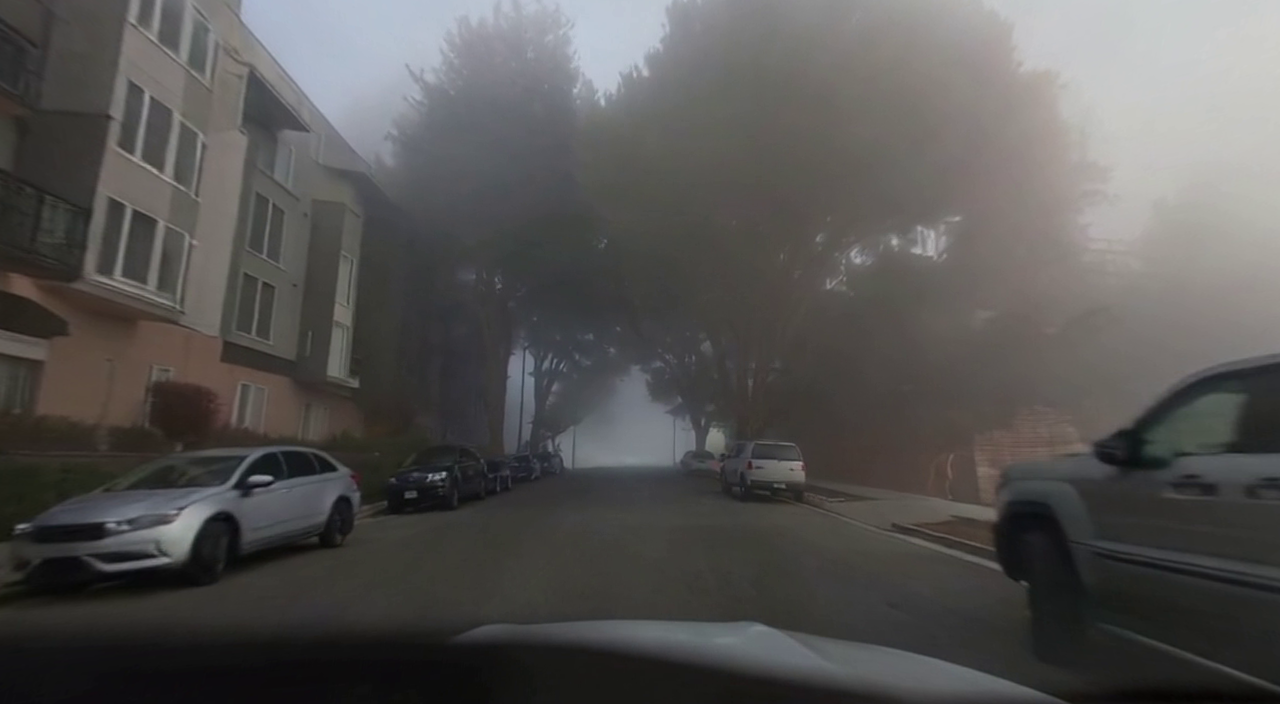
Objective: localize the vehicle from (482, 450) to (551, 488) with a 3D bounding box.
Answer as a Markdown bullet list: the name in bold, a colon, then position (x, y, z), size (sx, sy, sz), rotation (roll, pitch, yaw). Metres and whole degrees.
- **vehicle**: position (-5.744, 5.485, 30.069), size (2.328, 1.610, 5.161), rotation (0, -8, -1)

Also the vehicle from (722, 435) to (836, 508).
- **vehicle**: position (3.879, 3.436, 18.726), size (2.137, 1.848, 4.953), rotation (0, -9, -1)

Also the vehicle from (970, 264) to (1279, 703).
- **vehicle**: position (3.818, 0.666, 2.312), size (2.371, 2.123, 5.122), rotation (0, -9, -1)

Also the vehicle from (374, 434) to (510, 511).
- **vehicle**: position (-5.827, 3.600, 19.534), size (2.499, 2.008, 5.293), rotation (0, -8, 0)

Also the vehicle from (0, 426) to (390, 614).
- **vehicle**: position (-5.829, 2.060, 8.886), size (2.431, 1.718, 5.431), rotation (-3, -9, 0)
